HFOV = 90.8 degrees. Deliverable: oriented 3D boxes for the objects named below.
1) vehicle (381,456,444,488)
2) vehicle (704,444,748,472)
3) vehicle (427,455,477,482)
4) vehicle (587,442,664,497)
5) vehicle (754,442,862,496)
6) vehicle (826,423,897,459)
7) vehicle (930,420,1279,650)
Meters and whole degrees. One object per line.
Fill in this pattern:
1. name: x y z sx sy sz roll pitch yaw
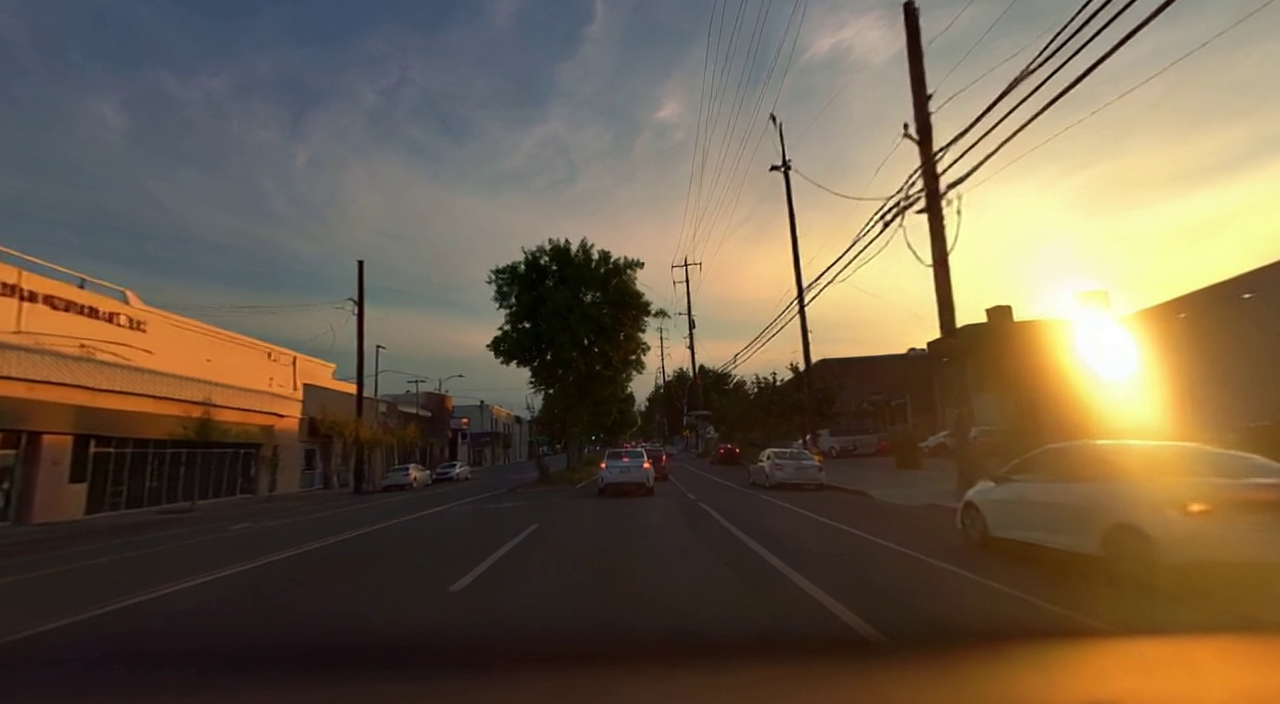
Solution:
1. vehicle: -11.855 6.270 33.212 1.828 1.457 4.371 0 -8 -2
2. vehicle: 5.111 6.376 38.224 1.937 1.523 4.541 0 -8 -1
3. vehicle: -11.614 7.209 39.326 1.817 1.480 4.282 0 -8 -1
4. vehicle: -0.396 3.540 19.384 2.116 1.479 3.980 0 -8 0
5. vehicle: 5.071 3.585 19.853 1.987 1.459 4.677 0 -9 -1
6. vehicle: 14.191 5.779 40.904 2.418 2.139 5.365 0 -8 -2
7. vehicle: 5.184 1.526 6.401 2.108 1.471 4.948 0 -8 -1
